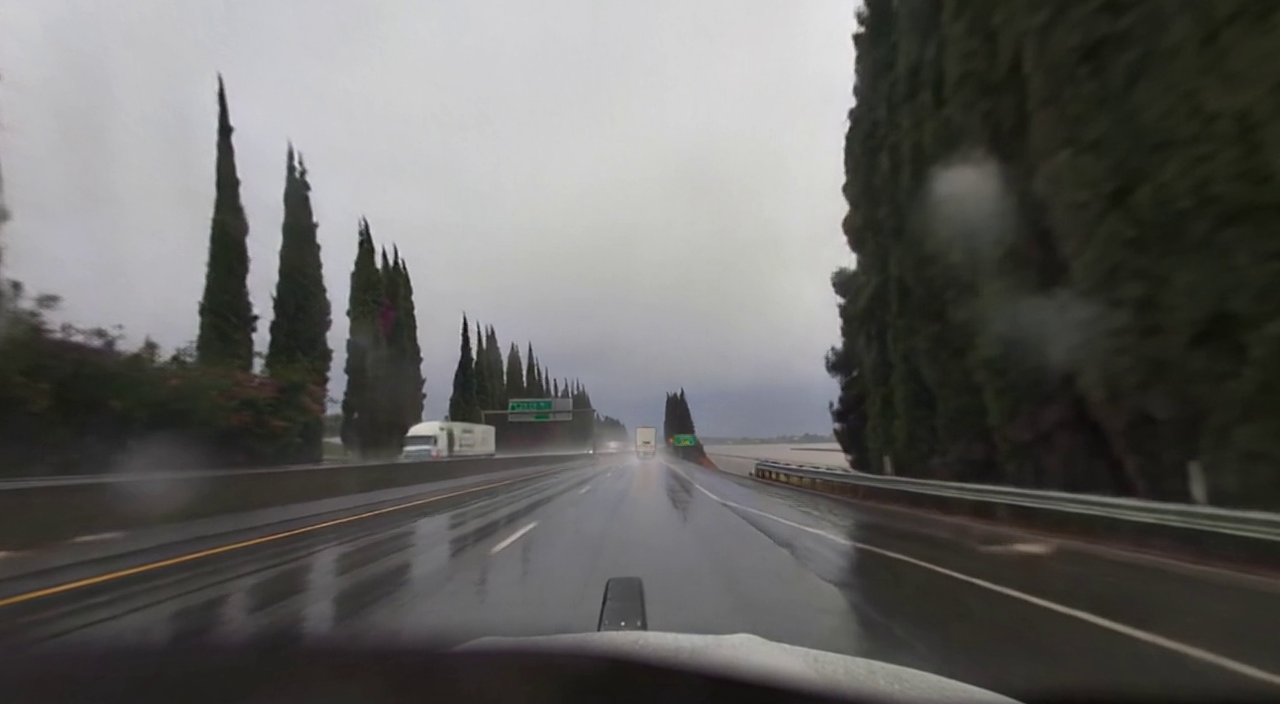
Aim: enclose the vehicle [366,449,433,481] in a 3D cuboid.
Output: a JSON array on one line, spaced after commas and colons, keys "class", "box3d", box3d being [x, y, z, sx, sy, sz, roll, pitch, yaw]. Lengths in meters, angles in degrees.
[{"class": "vehicle", "box3d": [-13.373, 6.293, 35.385, 1.992, 1.624, 4.284, 0, -9, 1]}]
